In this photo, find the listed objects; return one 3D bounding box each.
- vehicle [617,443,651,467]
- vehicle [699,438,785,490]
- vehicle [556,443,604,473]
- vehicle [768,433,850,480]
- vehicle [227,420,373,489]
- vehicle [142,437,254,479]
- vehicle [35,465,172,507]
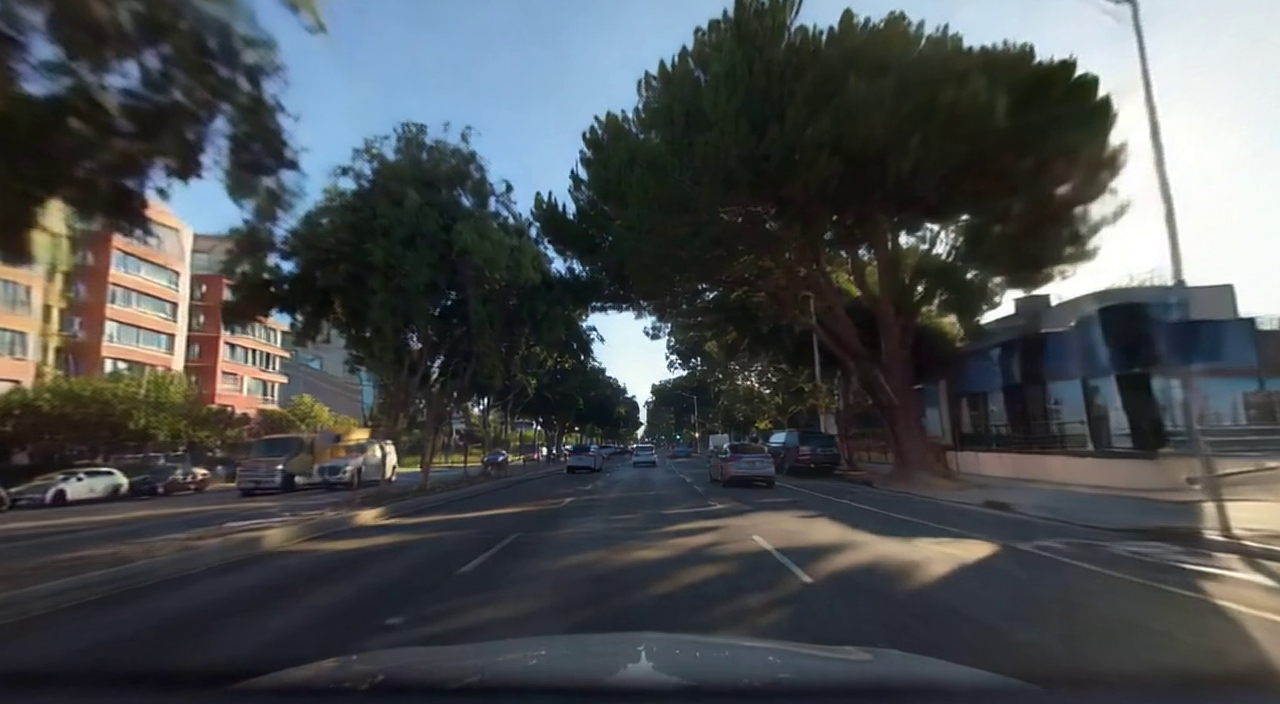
[{"bbox_3d":[-0.380,6.720,41.386,2.101,1.480,3.929,0,-9,0],"label":"vehicle"},{"bbox_3d":[3.237,3.651,20.886,1.990,1.486,4.431,0,-9,-1],"label":"vehicle"},{"bbox_3d":[-3.174,5.741,34.311,2.082,1.467,4.379,-1,-9,1],"label":"vehicle"},{"bbox_3d":[6.922,4.357,26.458,2.023,1.758,4.795,0,-9,-1],"label":"vehicle"},{"bbox_3d":[-19.063,5.827,36.365,2.995,3.396,9.534,0,-9,0],"label":"vehicle"},{"bbox_3d":[-31.594,7.587,45.213,6.185,2.849,2.291,0,-9,-1],"label":"vehicle"},{"bbox_3d":[-22.572,5.602,26.795,1.871,1.471,4.482,0,-9,0],"label":"vehicle"}]
